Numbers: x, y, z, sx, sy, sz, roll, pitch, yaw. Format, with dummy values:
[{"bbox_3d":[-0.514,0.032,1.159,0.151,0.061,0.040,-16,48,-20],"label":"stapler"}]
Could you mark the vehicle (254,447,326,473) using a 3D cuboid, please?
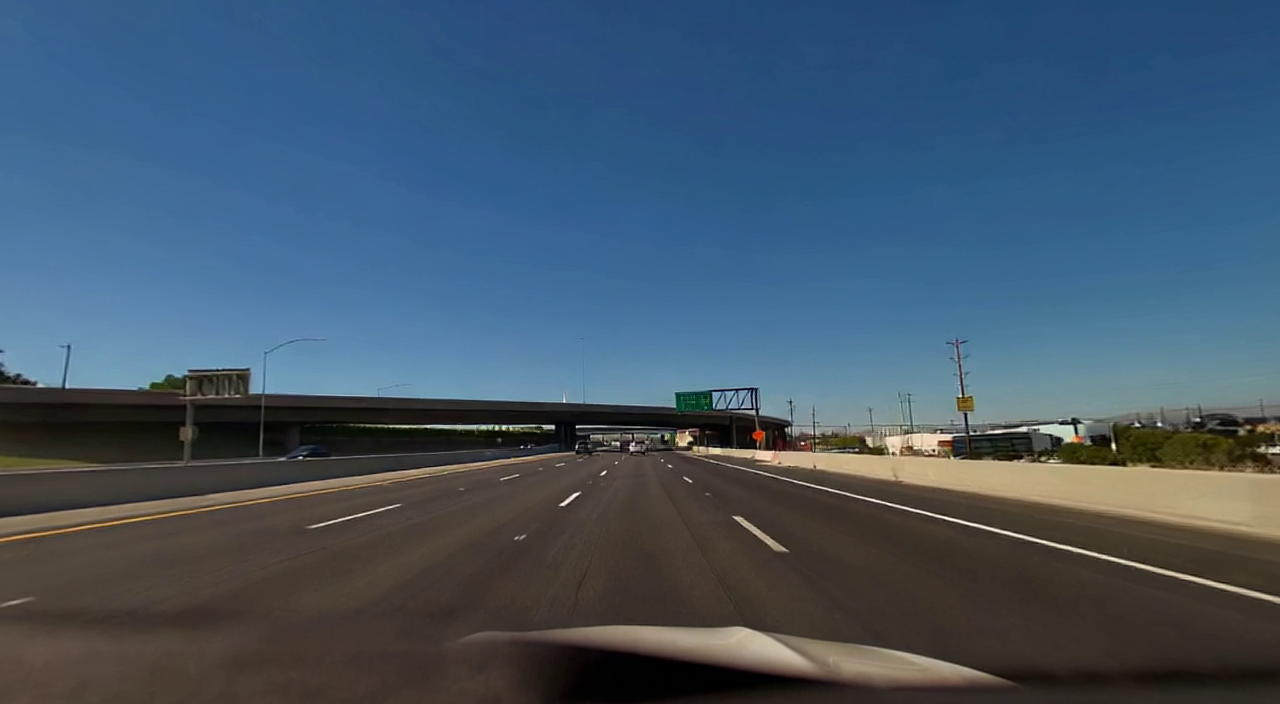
[{"bbox_3d":[-24.416,7.555,44.291,2.088,1.678,5.014,0,-8,1],"label":"vehicle"}]
